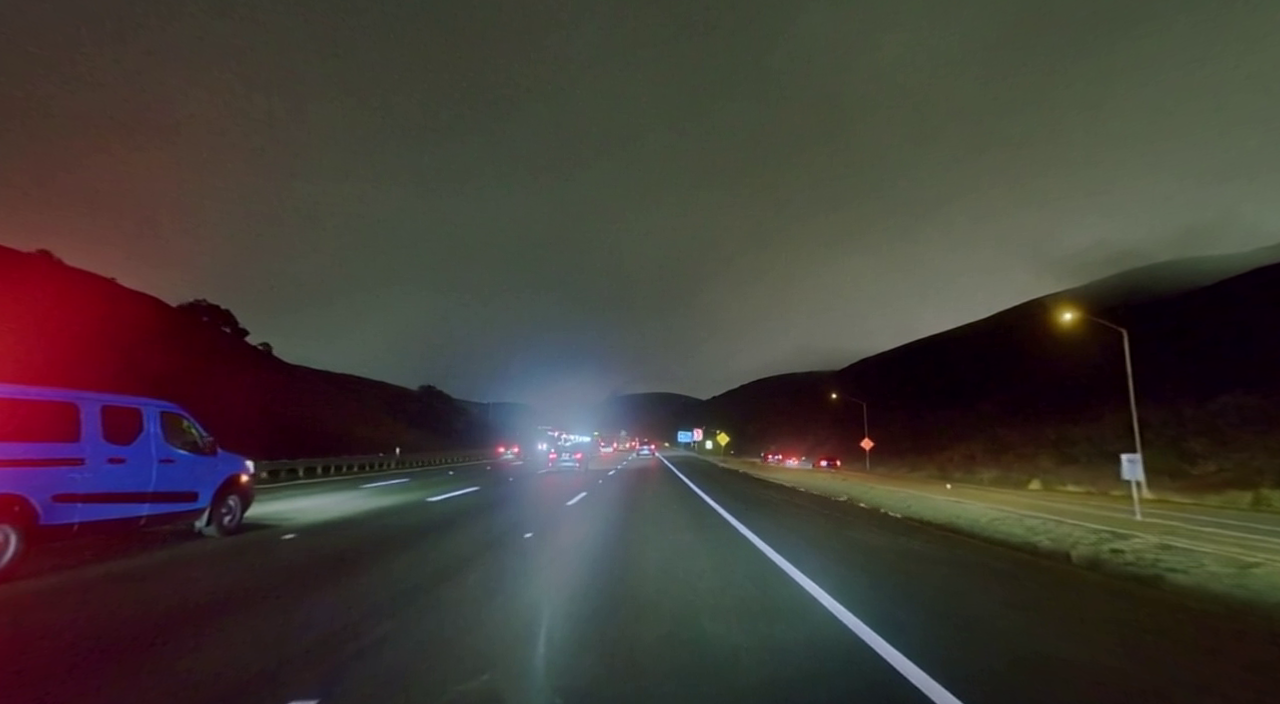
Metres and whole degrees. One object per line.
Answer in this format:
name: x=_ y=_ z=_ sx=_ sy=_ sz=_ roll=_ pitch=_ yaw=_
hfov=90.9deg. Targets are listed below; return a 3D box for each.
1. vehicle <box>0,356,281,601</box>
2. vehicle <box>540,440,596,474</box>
vehicle: x=-6.841 y=1.316 z=6.883 sx=2.437 sy=2.135 sz=5.643 roll=0 pitch=-8 yaw=1
vehicle: x=-3.387 y=5.038 z=30.599 sx=2.080 sy=1.505 sz=4.649 roll=0 pitch=-8 yaw=1
